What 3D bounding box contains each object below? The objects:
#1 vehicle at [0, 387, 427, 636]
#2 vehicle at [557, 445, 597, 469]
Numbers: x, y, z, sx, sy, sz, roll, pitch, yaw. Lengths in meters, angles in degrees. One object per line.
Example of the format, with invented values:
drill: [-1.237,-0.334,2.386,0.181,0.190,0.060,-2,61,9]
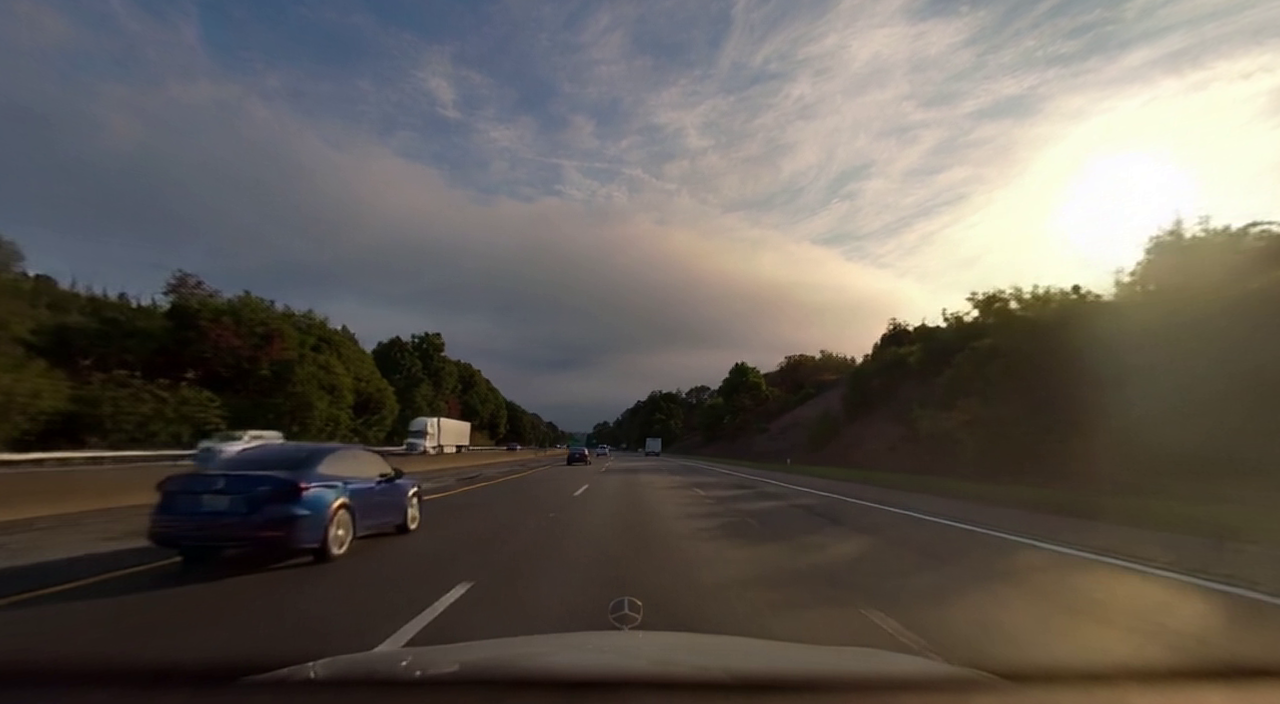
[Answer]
vehicle: [-4.090,1.420,6.578,2.108,1.666,4.558,0,-9,0]
vehicle: [-4.084,6.868,41.322,2.169,1.473,4.631,0,-9,0]
